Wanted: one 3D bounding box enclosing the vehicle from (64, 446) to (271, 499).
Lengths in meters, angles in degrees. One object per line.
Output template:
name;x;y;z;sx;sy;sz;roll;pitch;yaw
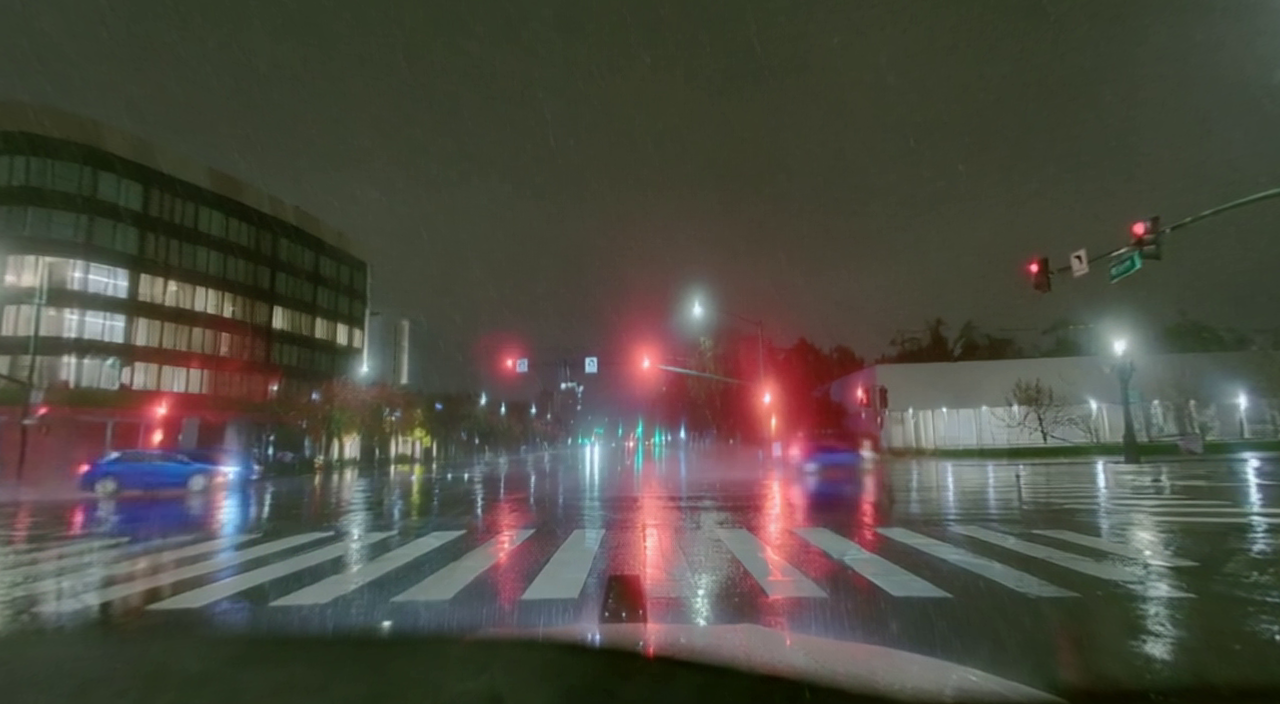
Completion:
vehicle;-13.790;3.513;18.518;4.551;1.454;1.941;0;-8;2

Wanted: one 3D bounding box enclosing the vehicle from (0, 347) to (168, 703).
vehicle;-3.633;0.614;1.050;2.109;1.692;4.587;0;-8;0
